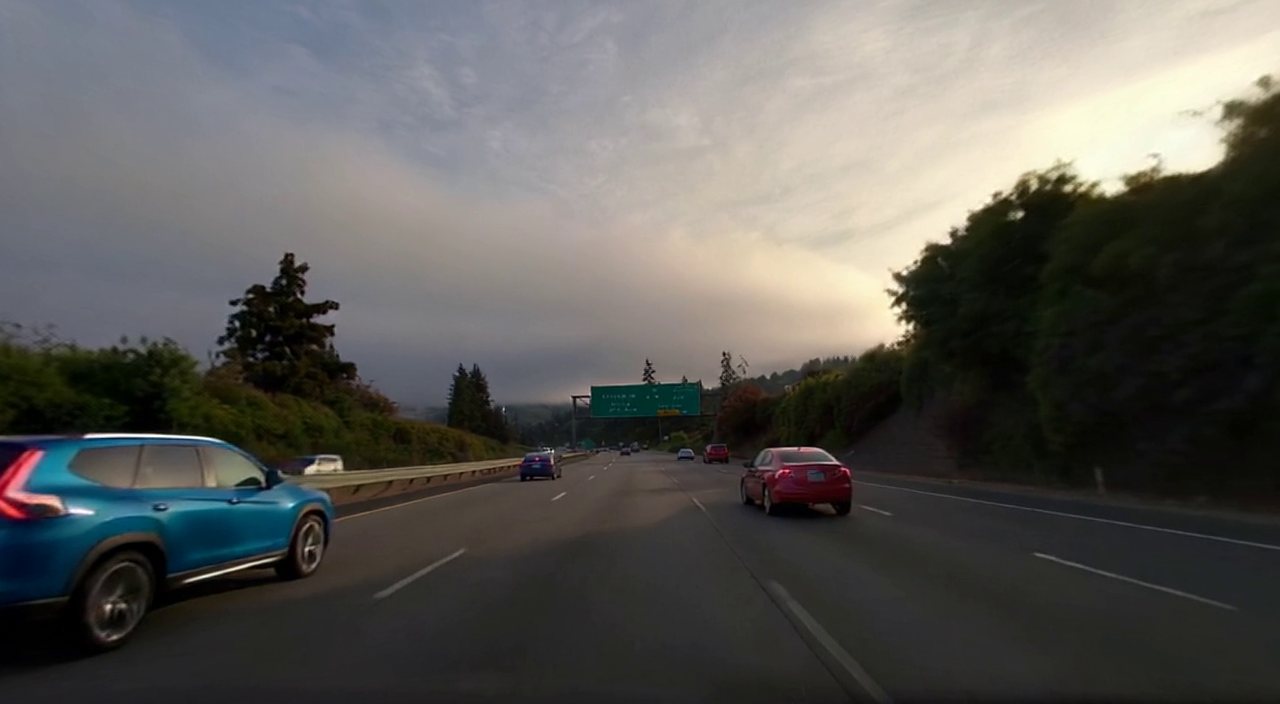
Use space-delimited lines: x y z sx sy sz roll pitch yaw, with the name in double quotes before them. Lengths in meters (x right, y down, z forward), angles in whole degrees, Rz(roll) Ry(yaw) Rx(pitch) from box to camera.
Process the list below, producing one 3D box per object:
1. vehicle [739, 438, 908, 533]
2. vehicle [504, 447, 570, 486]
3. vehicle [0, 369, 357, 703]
"vehicle" 3.414 2.581 12.772 2.120 1.572 4.344 0 -9 0
"vehicle" -4.184 4.704 26.185 2.009 1.488 4.289 0 -9 0
"vehicle" -4.377 1.260 5.154 2.079 1.745 4.281 0 -9 0
